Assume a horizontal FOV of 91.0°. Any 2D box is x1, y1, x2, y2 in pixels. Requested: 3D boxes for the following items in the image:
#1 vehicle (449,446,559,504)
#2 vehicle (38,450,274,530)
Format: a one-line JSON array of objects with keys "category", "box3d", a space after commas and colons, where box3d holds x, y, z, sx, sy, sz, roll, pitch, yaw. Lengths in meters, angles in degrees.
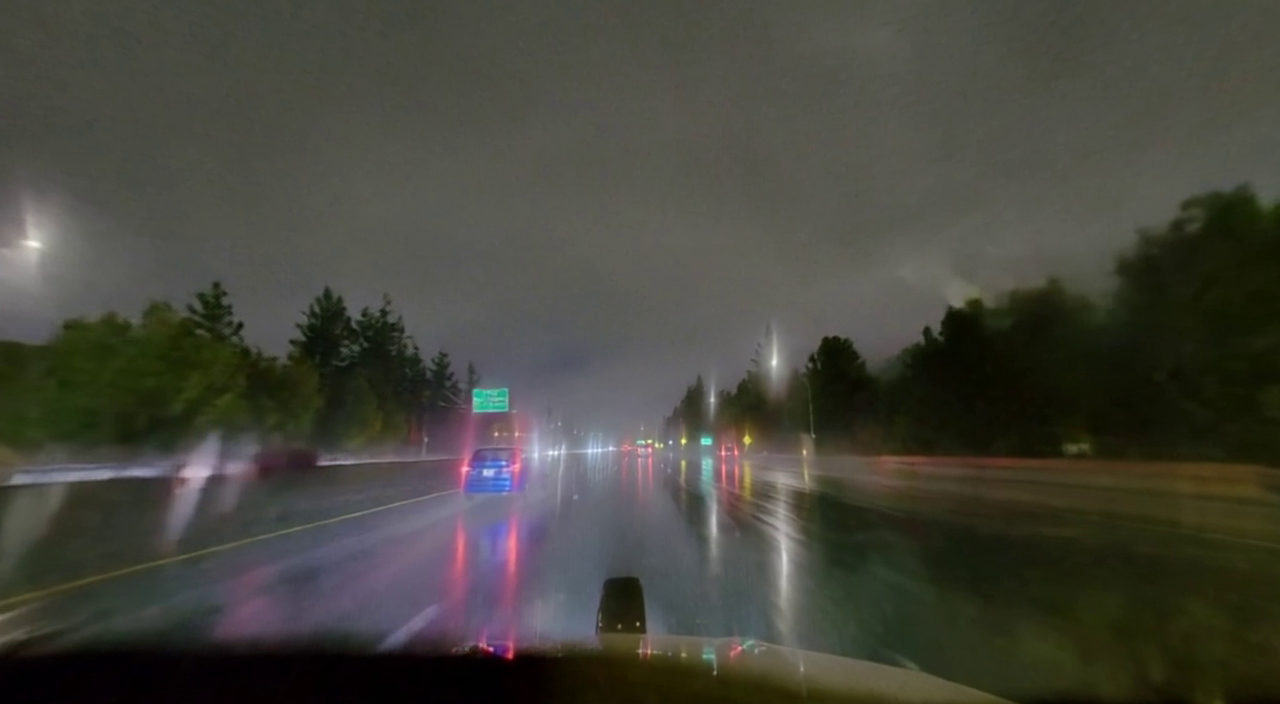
[{"category": "vehicle", "box3d": [-3.843, 3.575, 18.782, 2.162, 1.493, 4.583, 0, -9, 1]}, {"category": "vehicle", "box3d": [-10.790, 3.053, 14.590, 1.884, 1.533, 4.449, 0, -9, 0]}]
